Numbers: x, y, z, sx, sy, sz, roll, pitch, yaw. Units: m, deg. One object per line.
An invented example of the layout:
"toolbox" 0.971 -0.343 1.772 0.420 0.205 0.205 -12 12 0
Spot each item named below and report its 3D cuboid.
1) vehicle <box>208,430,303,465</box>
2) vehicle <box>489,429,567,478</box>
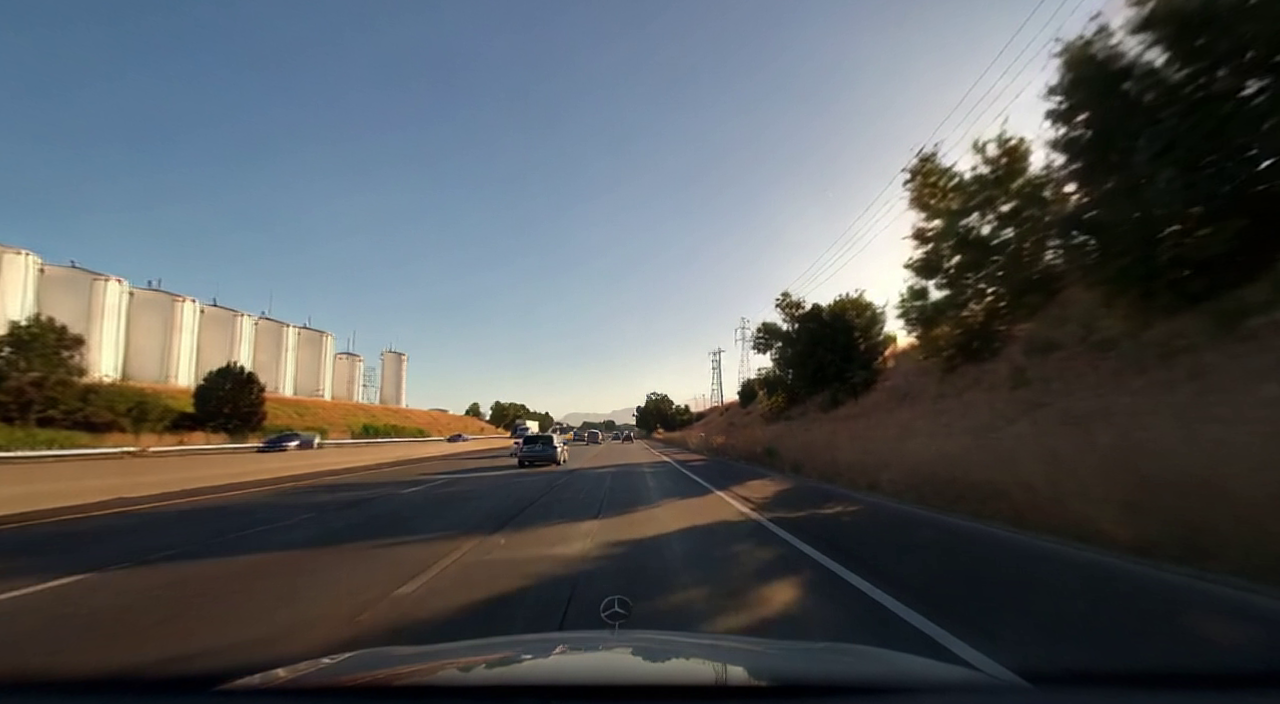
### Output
"vehicle" -19.805 4.923 32.760 1.990 1.657 4.842 0 -8 -1
"vehicle" -3.671 3.397 21.430 1.952 1.462 3.969 0 -8 0
